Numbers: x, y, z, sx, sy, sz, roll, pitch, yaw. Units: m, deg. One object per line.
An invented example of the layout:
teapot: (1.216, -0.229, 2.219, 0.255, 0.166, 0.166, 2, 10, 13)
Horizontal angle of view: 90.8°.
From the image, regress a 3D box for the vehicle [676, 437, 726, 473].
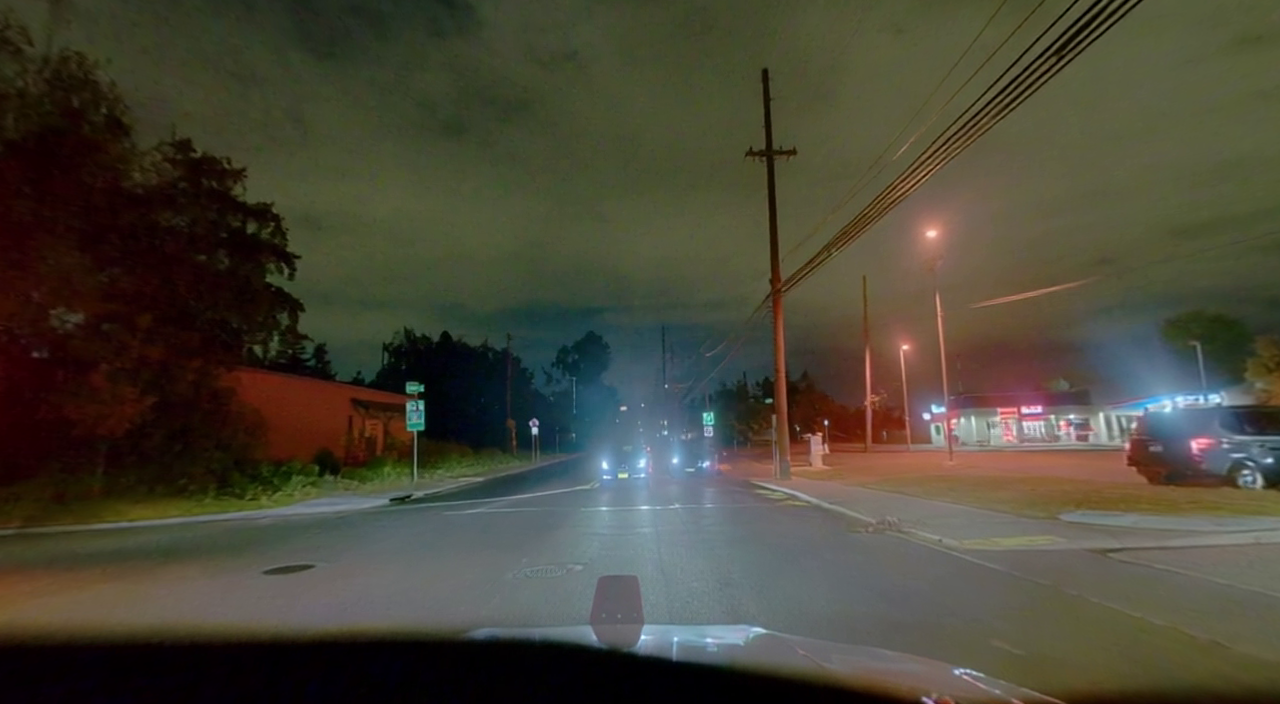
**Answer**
vehicle: (3.514, 5.808, 35.943, 2.553, 1.868, 5.536, -1, -9, 6)

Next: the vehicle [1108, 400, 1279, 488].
vehicle: (13.357, 1.996, 13.814, 4.518, 1.764, 2.014, -1, -8, 3)

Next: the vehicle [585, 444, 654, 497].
vehicle: (-0.606, 3.536, 19.298, 1.874, 1.427, 3.976, 0, -8, -2)
